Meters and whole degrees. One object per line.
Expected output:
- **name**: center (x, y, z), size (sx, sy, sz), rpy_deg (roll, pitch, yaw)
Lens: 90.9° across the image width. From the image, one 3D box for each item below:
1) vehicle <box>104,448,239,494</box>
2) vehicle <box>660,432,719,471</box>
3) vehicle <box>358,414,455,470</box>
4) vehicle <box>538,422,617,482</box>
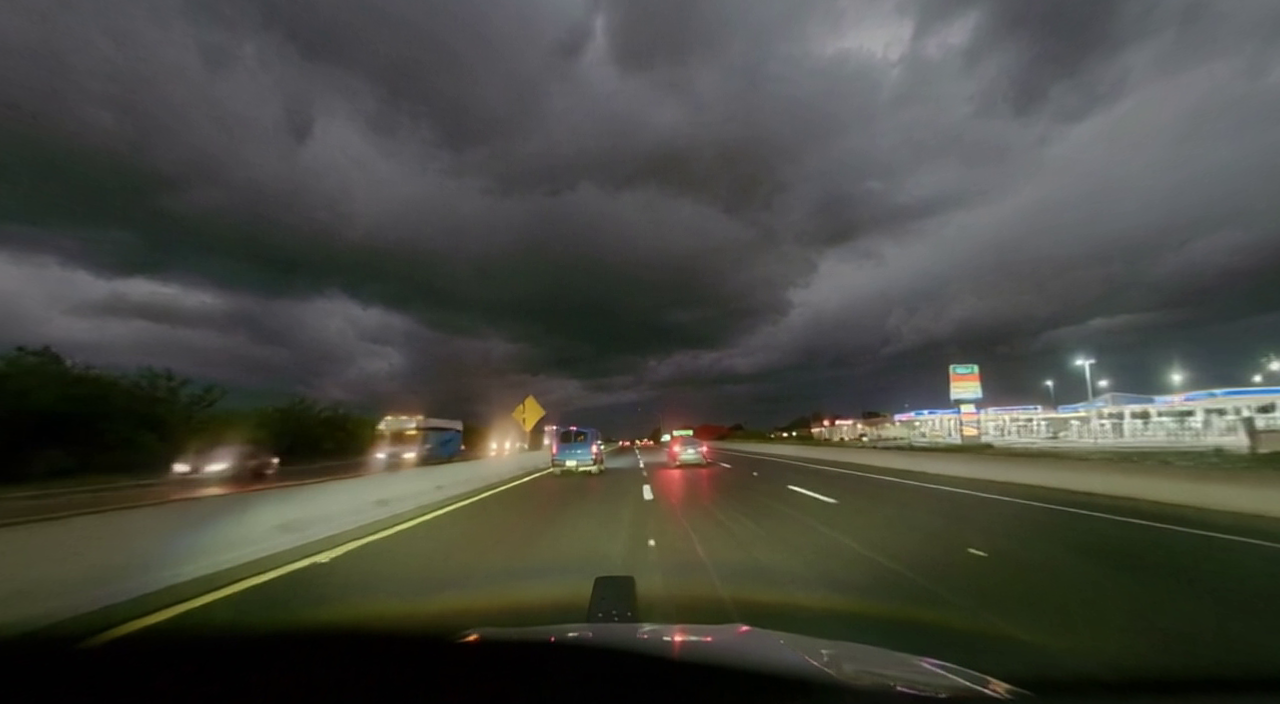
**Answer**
- **vehicle**: center (-17.374, 4.410, 23.661), size (1.857, 1.465, 4.112), rpy_deg (0, -8, 1)
- **vehicle**: center (2.093, 4.362, 27.939), size (2.151, 1.550, 4.694), rpy_deg (0, -8, -1)
- **vehicle**: center (-13.610, 5.292, 37.431), size (2.886, 2.972, 7.198), rpy_deg (0, -8, 1)
- **vehicle**: center (-1.884, 3.178, 20.452), size (2.061, 1.732, 4.457), rpy_deg (0, -8, 1)
